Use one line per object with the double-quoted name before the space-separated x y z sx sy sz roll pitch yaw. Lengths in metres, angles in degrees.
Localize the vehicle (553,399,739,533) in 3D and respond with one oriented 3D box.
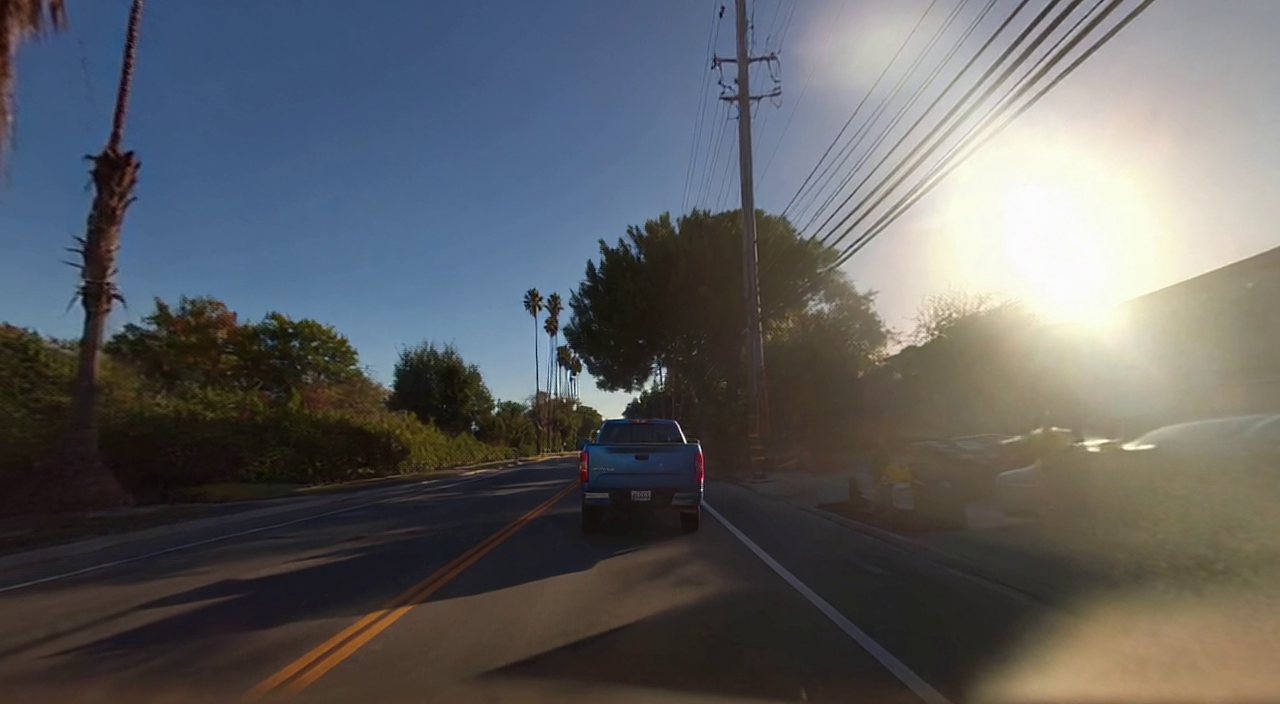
"vehicle" 0.047 2.159 12.501 2.803 2.005 5.885 0 -8 -1
